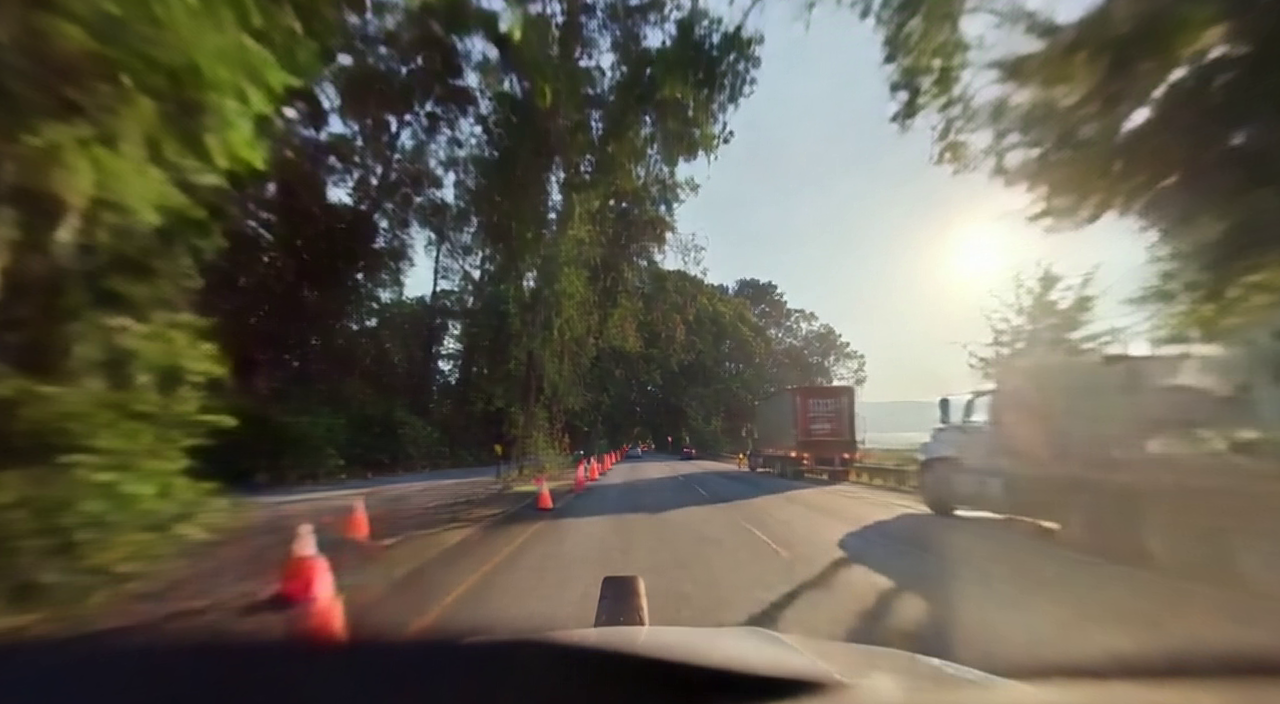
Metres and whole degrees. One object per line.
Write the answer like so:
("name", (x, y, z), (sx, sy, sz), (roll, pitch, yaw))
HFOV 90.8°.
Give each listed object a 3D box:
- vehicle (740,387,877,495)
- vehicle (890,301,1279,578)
("vehicle", (6.235, 3.607, 25.738), (2.664, 3.418, 11.107), (0, -8, 1))
("vehicle", (6.451, 1.255, 9.102), (2.390, 2.899, 4.603), (5, -10, -34))
